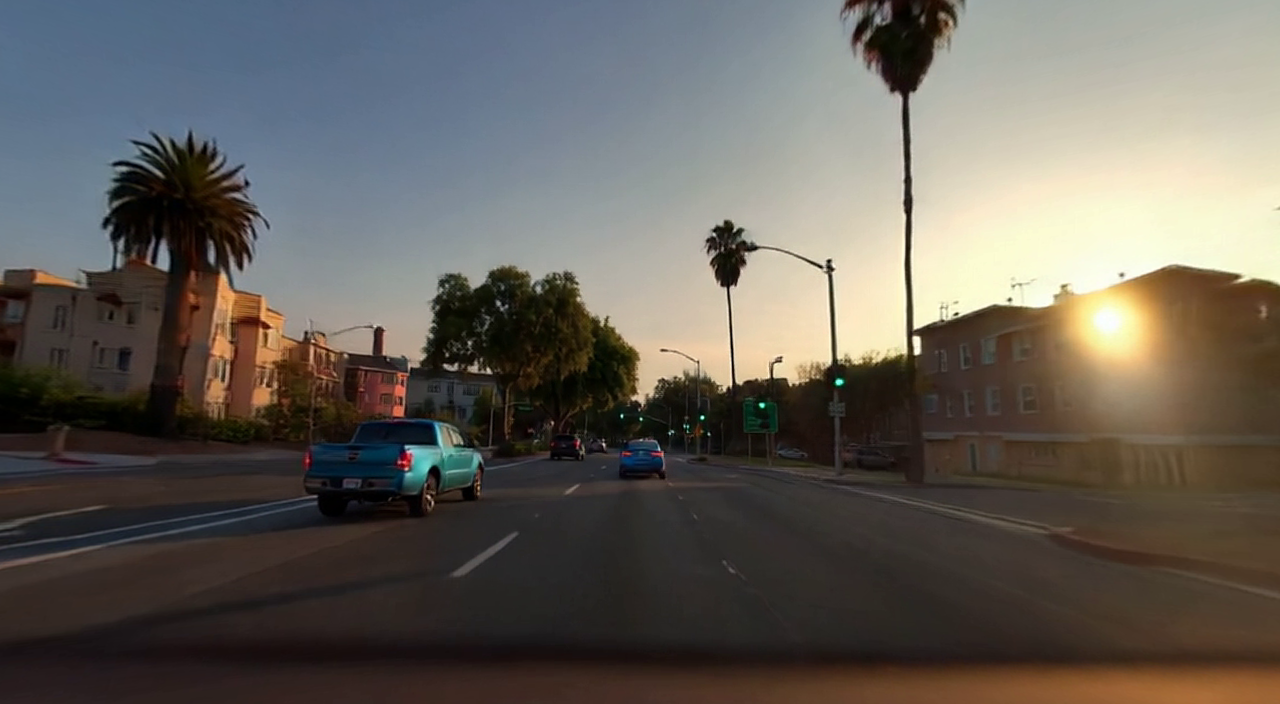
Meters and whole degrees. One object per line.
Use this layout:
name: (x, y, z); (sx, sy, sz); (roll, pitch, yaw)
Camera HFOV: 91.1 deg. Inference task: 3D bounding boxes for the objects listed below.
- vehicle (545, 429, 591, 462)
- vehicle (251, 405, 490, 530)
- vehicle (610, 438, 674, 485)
vehicle: (-4.781, 6.355, 42.729); (2.447, 2.062, 5.911); (-1, -8, 0)
vehicle: (-4.902, 2.214, 12.832); (2.187, 1.904, 6.103); (0, -8, 0)
vehicle: (0.069, 3.979, 23.221); (2.122, 1.562, 4.152); (0, -8, 0)
